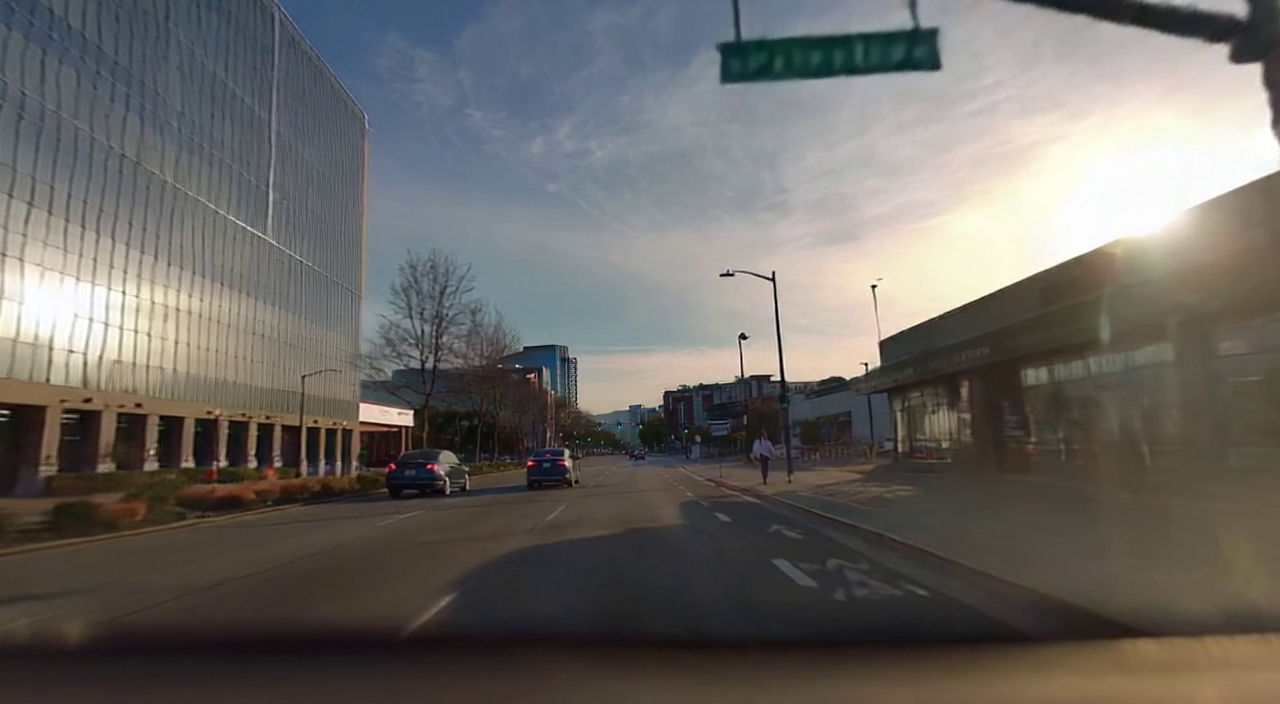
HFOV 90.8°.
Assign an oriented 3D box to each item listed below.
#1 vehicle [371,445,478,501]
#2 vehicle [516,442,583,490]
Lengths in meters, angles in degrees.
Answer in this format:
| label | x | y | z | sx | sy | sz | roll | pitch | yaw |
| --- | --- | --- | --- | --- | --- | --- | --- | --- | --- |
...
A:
| label | x | y | z | sx | sy | sz | roll | pitch | yaw |
| --- | --- | --- | --- | --- | --- | --- | --- | --- | --- |
| vehicle | -6.868 | 3.876 | 20.731 | 1.909 | 1.605 | 4.561 | 0 | -9 | 0 |
| vehicle | -3.474 | 4.464 | 25.095 | 2.052 | 1.729 | 4.195 | 0 | -9 | 0 |
